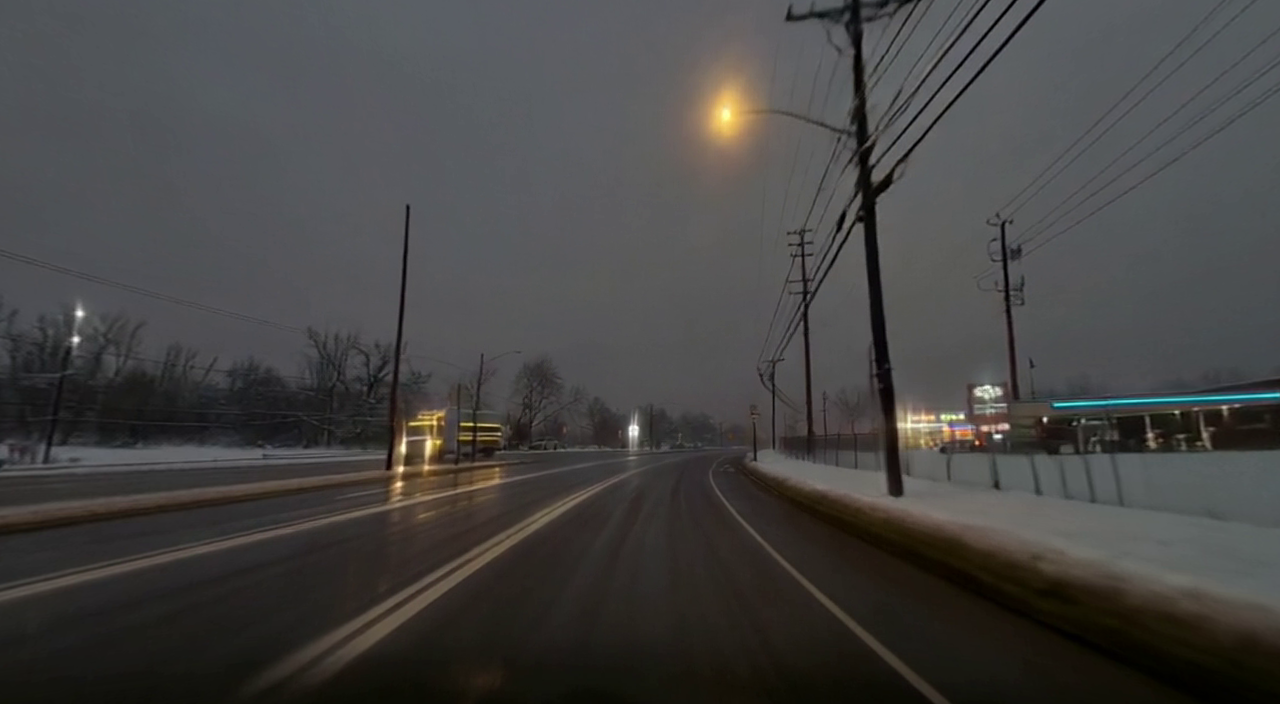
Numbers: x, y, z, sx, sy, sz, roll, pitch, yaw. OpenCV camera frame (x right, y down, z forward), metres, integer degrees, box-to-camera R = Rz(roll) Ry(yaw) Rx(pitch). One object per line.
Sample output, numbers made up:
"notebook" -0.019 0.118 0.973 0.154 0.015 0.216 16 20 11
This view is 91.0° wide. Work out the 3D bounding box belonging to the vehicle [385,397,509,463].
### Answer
"vehicle" -12.848 5.539 43.545 2.994 3.930 11.114 -2 -9 12
